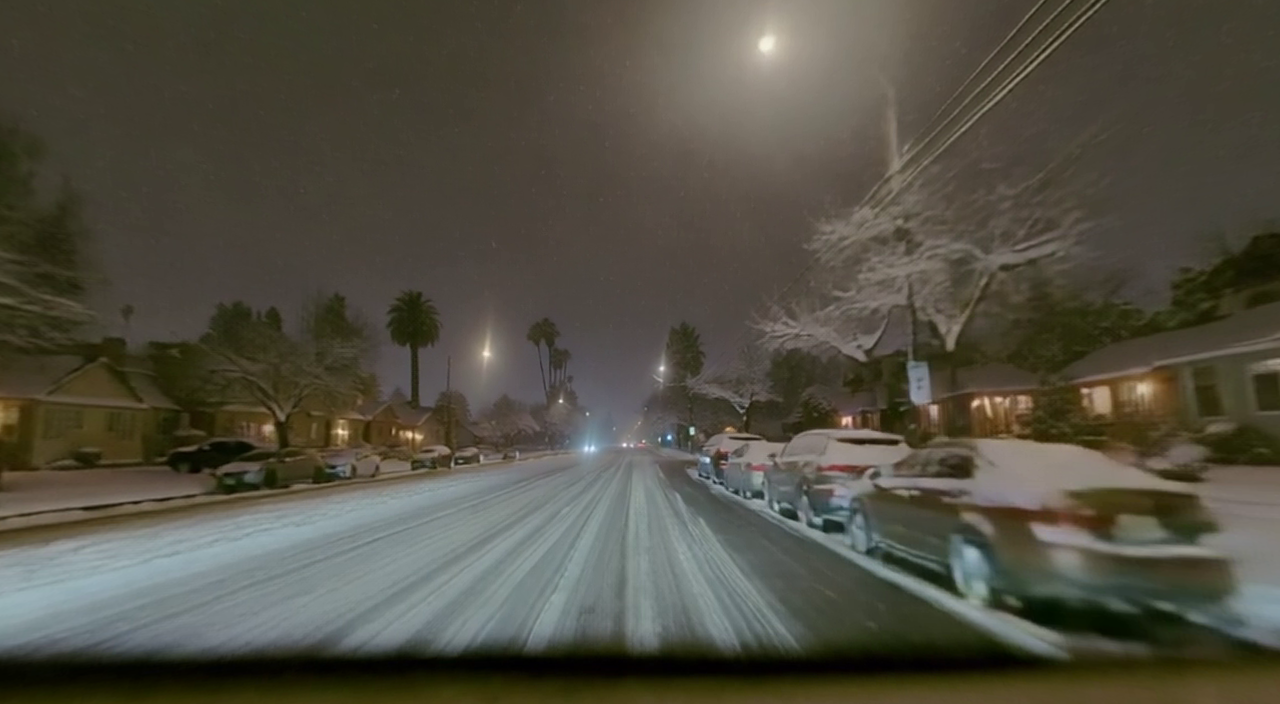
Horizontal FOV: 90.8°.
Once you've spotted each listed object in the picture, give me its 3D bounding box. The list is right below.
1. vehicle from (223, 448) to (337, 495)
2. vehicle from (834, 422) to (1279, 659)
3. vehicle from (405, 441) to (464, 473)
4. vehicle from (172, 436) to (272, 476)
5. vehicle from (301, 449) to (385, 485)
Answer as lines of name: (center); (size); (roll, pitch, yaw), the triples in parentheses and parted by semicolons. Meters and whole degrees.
vehicle: (-13.788, 4.566, 24.568); (1.970, 1.525, 4.420); (0, -8, -2)
vehicle: (3.690, 1.551, 6.399); (1.888, 1.480, 4.653); (0, -9, -1)
vehicle: (-14.129, 7.216, 43.876); (2.245, 1.904, 5.805); (-1, -7, -1)
vehicle: (-20.944, 5.218, 31.932); (1.957, 1.871, 4.515); (0, -9, -1)
vehicle: (-13.898, 5.393, 29.868); (1.916, 1.459, 4.222); (-1, -8, 0)
